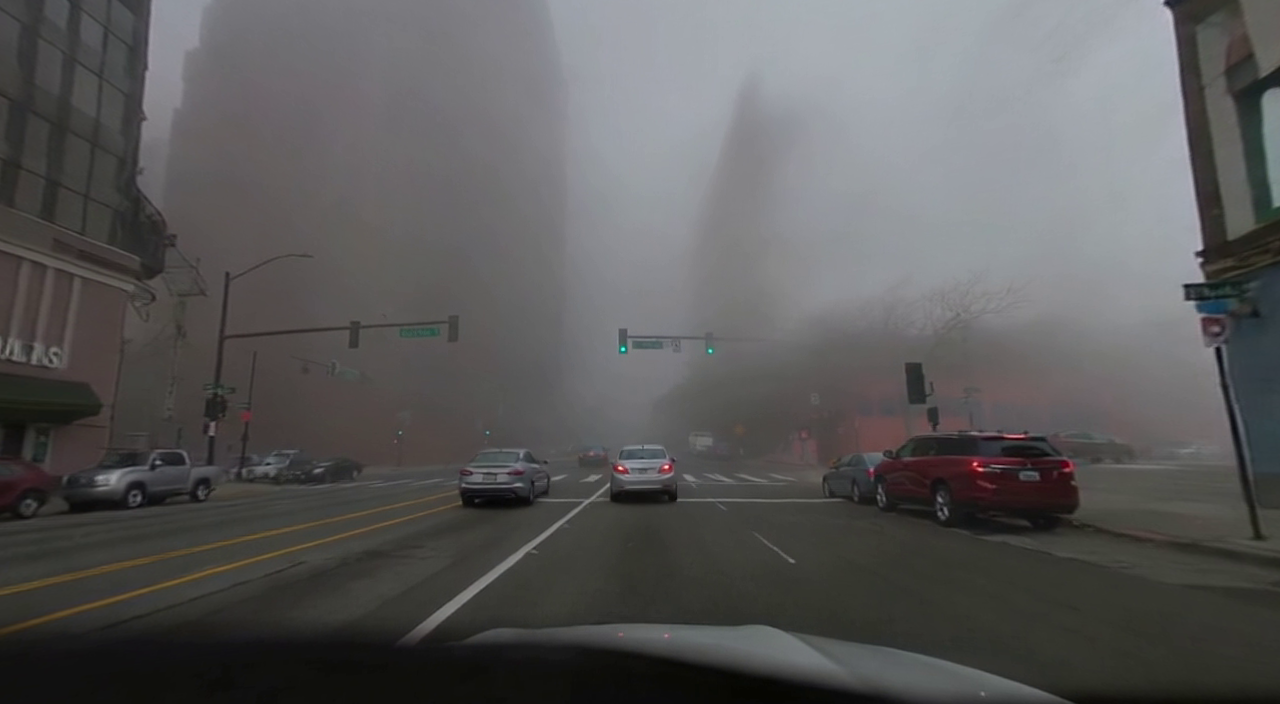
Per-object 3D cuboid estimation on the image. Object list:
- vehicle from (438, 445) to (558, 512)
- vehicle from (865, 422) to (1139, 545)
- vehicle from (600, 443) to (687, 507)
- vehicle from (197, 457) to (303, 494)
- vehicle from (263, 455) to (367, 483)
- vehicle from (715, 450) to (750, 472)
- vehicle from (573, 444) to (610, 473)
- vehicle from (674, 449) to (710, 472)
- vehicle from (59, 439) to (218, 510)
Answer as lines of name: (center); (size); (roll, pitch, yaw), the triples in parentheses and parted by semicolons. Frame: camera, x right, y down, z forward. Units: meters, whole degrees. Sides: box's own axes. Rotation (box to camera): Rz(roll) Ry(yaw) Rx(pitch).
vehicle: (-3.402, 3.111, 16.059); (1.950, 1.450, 4.257); (0, -9, 2)
vehicle: (6.529, 2.431, 12.430); (2.289, 1.867, 5.322); (0, -9, 1)
vehicle: (0.066, 3.196, 16.829); (2.037, 1.484, 4.073); (0, -9, 0)
vehicle: (-17.228, 5.433, 28.132); (1.774, 1.436, 4.473); (0, -9, 1)
vehicle: (-18.994, 6.812, 36.885); (5.163, 1.510, 2.174); (-2, -9, 15)
vehicle: (6.840, 8.112, 47.083); (1.944, 1.462, 4.406); (0, -9, 0)
vehicle: (-3.057, 6.825, 40.492); (2.007, 1.736, 4.185); (0, -9, 1)
vehicle: (3.455, 7.332, 42.728); (2.047, 1.463, 4.514); (0, -9, 0)
vehicle: (-16.193, 3.923, 20.864); (2.239, 1.963, 5.779); (3, -9, -19)
